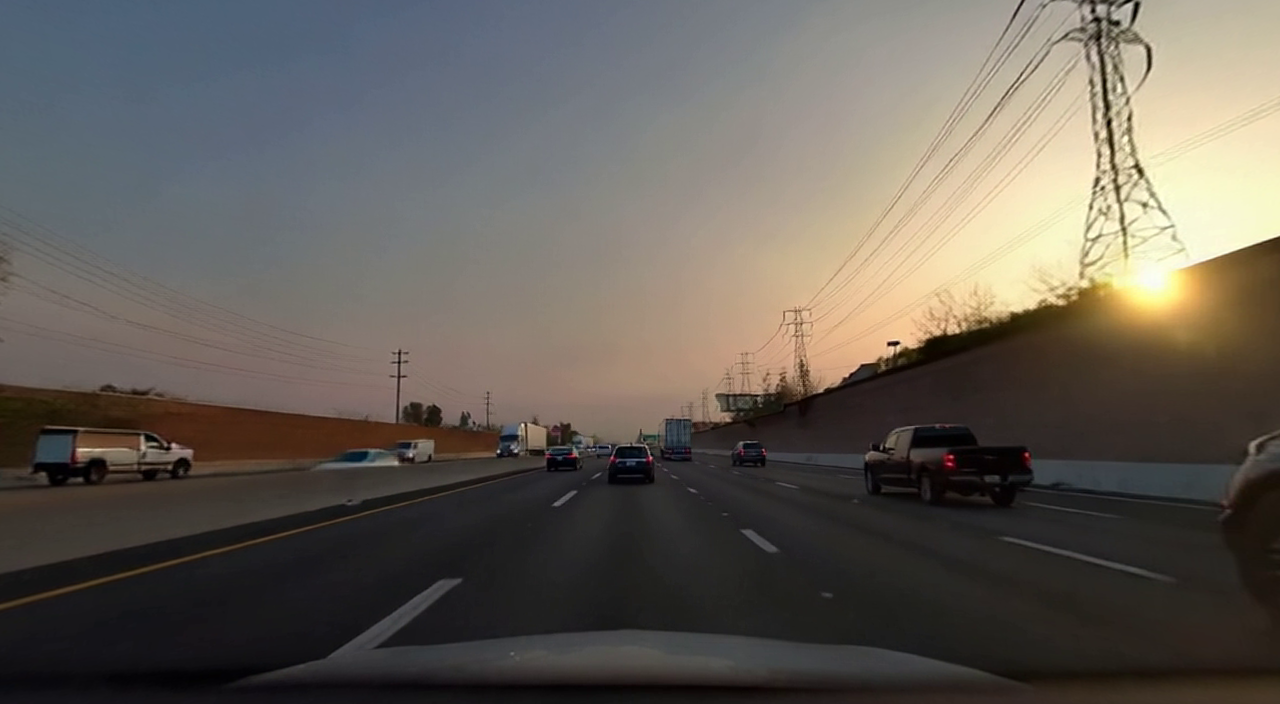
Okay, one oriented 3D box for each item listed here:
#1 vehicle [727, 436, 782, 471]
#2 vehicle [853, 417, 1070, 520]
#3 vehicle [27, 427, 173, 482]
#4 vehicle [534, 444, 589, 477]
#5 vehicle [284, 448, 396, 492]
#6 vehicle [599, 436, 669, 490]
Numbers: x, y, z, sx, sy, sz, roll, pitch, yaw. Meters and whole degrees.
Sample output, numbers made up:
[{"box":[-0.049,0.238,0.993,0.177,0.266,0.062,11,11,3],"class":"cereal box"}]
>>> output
[{"box":[6.992,6.270,39.125,2.302,1.973,5.502,0,-9,-1],"class":"vehicle"},{"box":[6.807,2.541,14.283,2.086,1.862,5.232,0,-9,-1],"class":"vehicle"},{"box":[-31.825,5.999,37.701,2.736,2.994,6.731,0,-7,-1],"class":"vehicle"},{"box":[-3.753,5.297,31.049,2.025,1.498,4.675,0,-9,1],"class":"vehicle"},{"box":[-10.981,4.315,23.571,1.877,1.457,4.546,0,-9,1],"class":"vehicle"},{"box":[-0.206,3.772,21.753,2.191,1.685,4.015,0,-9,0],"class":"vehicle"}]
